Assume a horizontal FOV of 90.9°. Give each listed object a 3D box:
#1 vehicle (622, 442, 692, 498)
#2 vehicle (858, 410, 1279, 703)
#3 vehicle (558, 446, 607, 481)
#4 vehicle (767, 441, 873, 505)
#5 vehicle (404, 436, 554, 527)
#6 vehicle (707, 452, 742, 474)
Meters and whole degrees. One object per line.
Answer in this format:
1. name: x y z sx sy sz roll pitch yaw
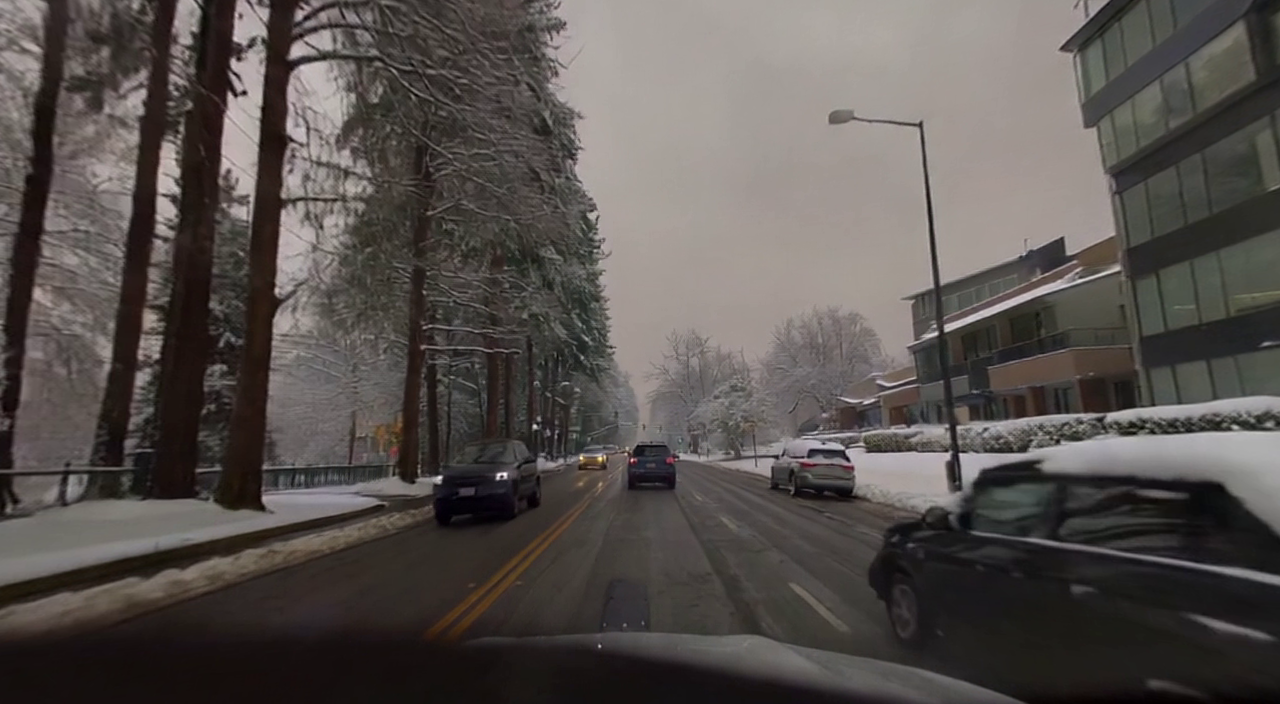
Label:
1. vehicle: 0.534 3.827 20.786 2.105 1.653 3.887 0 -9 1
2. vehicle: 2.869 1.166 3.318 1.991 1.536 4.116 0 -9 1
3. vehicle: -3.031 5.973 34.076 2.124 1.731 4.227 0 -9 2
4. vehicle: 5.680 3.852 20.599 2.059 1.813 4.637 0 -9 -1
5. vehicle: -3.382 2.815 14.300 2.167 1.717 4.448 0 -9 1
6. vehicle: 6.182 8.164 46.584 1.885 1.467 4.546 0 -9 0
